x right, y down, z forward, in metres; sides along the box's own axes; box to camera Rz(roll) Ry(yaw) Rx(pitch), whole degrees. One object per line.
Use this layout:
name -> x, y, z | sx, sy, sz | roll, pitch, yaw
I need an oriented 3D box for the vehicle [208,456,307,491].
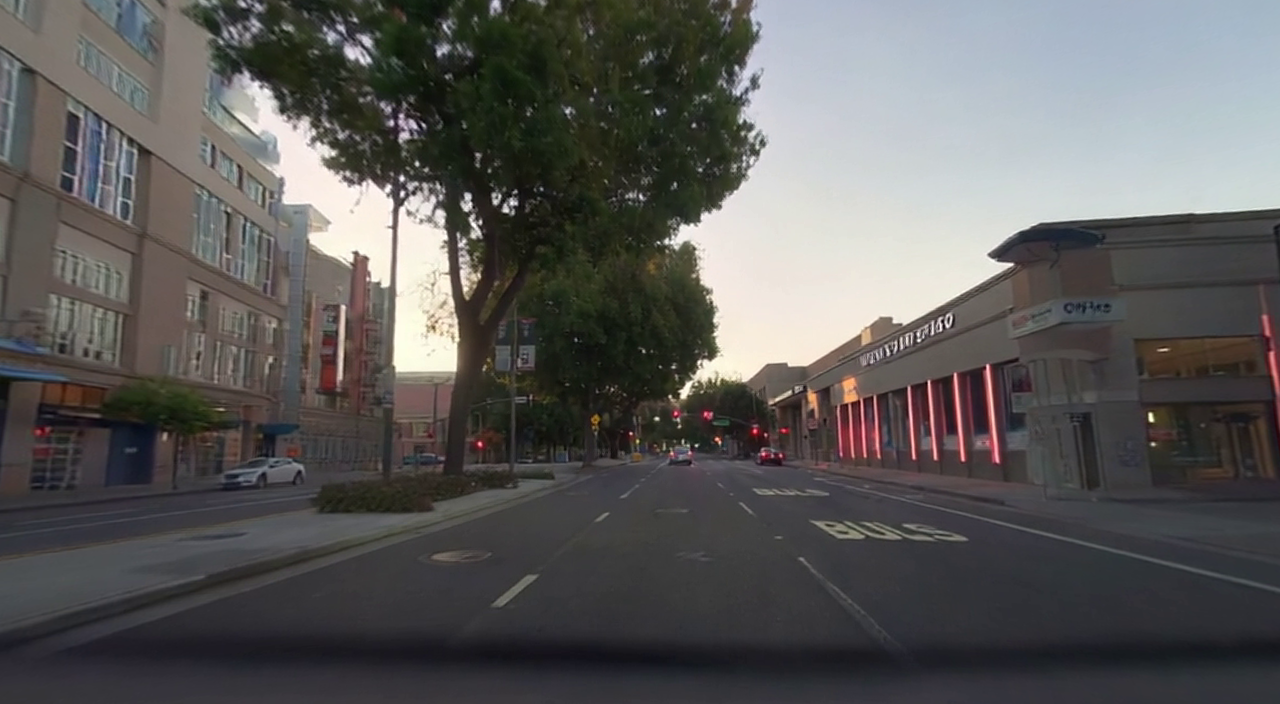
vehicle -> -18.691, 5.926, 31.149 | 1.840, 1.440, 4.442 | -3, -9, 4
